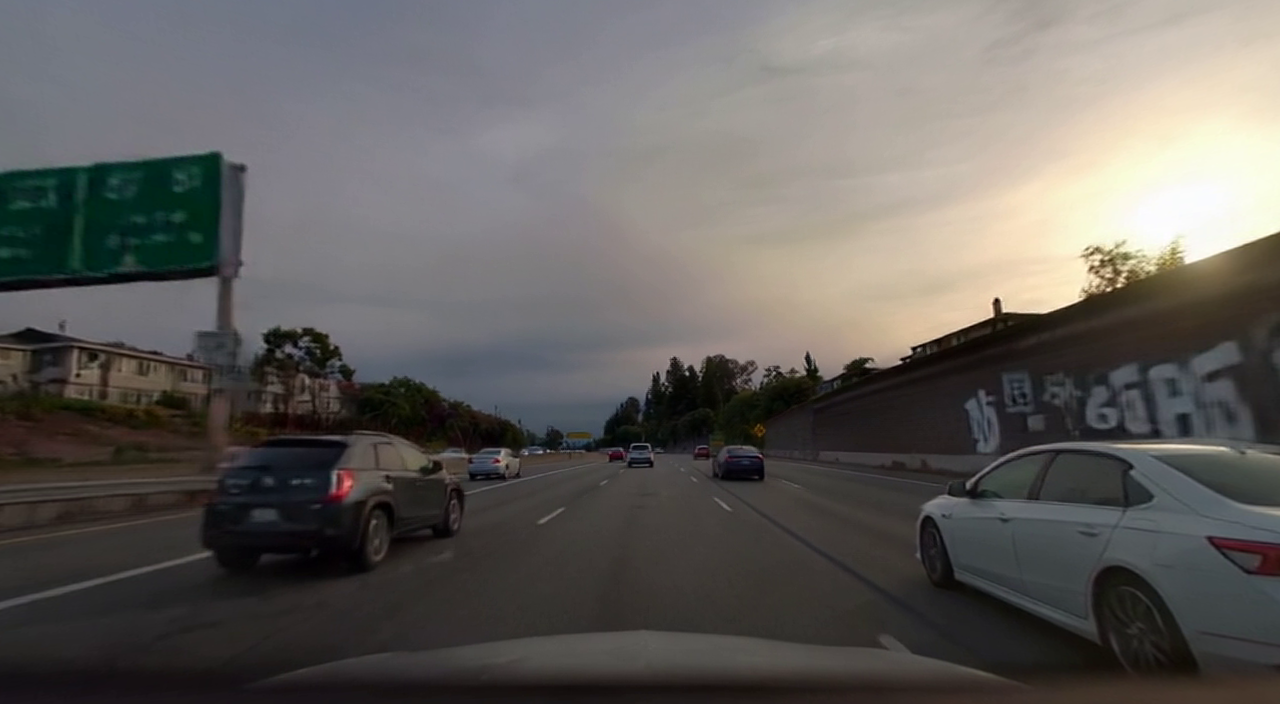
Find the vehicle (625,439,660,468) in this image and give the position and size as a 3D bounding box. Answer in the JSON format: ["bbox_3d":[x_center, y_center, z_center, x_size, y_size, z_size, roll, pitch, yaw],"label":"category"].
[{"bbox_3d":[0.140,6.651,41.404,2.183,1.764,4.134,0,-8,0],"label":"vehicle"}]

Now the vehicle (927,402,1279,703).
[{"bbox_3d":[3.724,1.145,3.877,1.912,1.509,4.291,0,-8,0],"label":"vehicle"}]

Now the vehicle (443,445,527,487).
[{"bbox_3d":[-6.057,4.471,25.200,2.050,1.507,4.375,-1,-8,3],"label":"vehicle"}]

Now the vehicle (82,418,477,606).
[{"bbox_3d":[-3.603,1.666,7.518,2.136,1.571,4.285,0,-8,0],"label":"vehicle"}]

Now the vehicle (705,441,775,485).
[{"bbox_3d":[3.564,4.003,23.134,1.854,1.438,3.954,0,-8,-1],"label":"vehicle"}]
